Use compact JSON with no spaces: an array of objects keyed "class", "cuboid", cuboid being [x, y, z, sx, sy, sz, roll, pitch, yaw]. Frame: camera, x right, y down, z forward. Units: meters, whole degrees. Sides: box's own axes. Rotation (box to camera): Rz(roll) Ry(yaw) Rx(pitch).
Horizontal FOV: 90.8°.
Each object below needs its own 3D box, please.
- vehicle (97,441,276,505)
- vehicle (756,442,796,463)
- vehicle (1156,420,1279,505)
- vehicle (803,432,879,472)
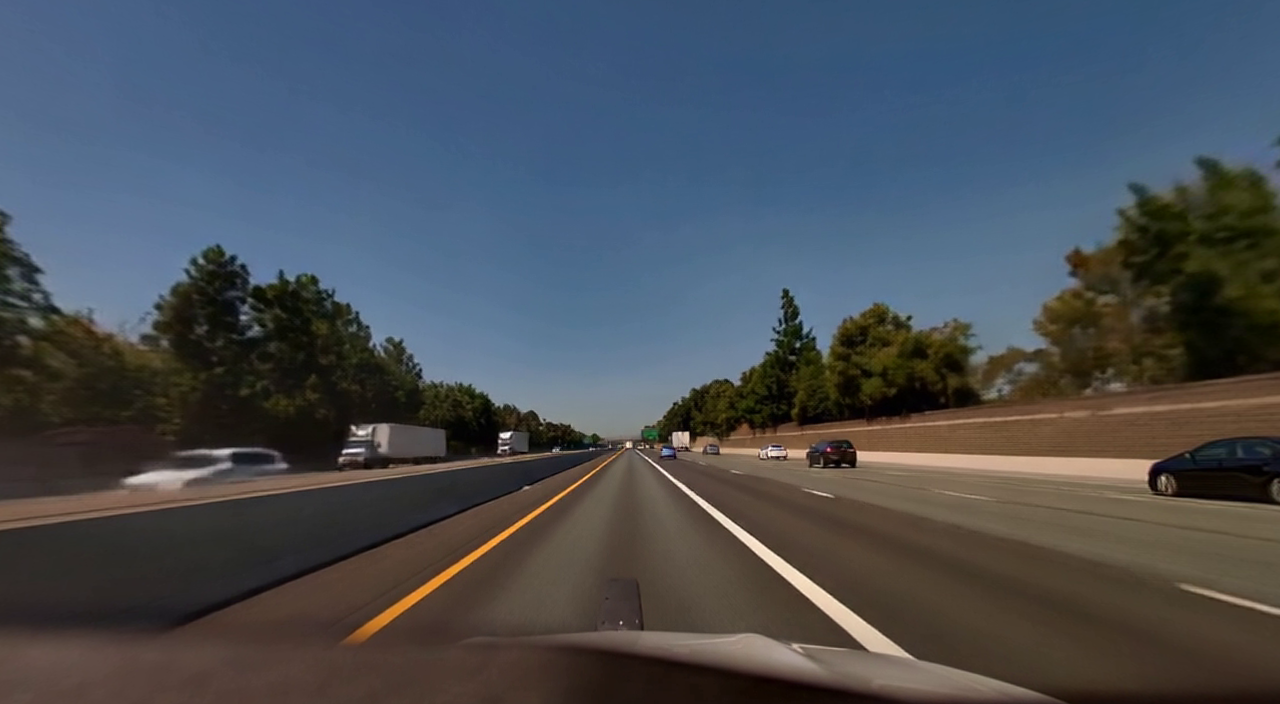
[{"class":"vehicle","cuboid":[-12.634,3.368,18.035,1.936,1.573,4.320,0,-9,-1]},{"class":"vehicle","cuboid":[10.164,7.563,47.613,1.931,1.479,4.183,0,-8,-2]},{"class":"vehicle","cuboid":[13.956,2.354,13.563,1.957,1.709,4.387,0,-8,-1]},{"class":"vehicle","cuboid":[9.677,4.865,30.853,2.098,1.820,4.505,0,-8,-2]}]
